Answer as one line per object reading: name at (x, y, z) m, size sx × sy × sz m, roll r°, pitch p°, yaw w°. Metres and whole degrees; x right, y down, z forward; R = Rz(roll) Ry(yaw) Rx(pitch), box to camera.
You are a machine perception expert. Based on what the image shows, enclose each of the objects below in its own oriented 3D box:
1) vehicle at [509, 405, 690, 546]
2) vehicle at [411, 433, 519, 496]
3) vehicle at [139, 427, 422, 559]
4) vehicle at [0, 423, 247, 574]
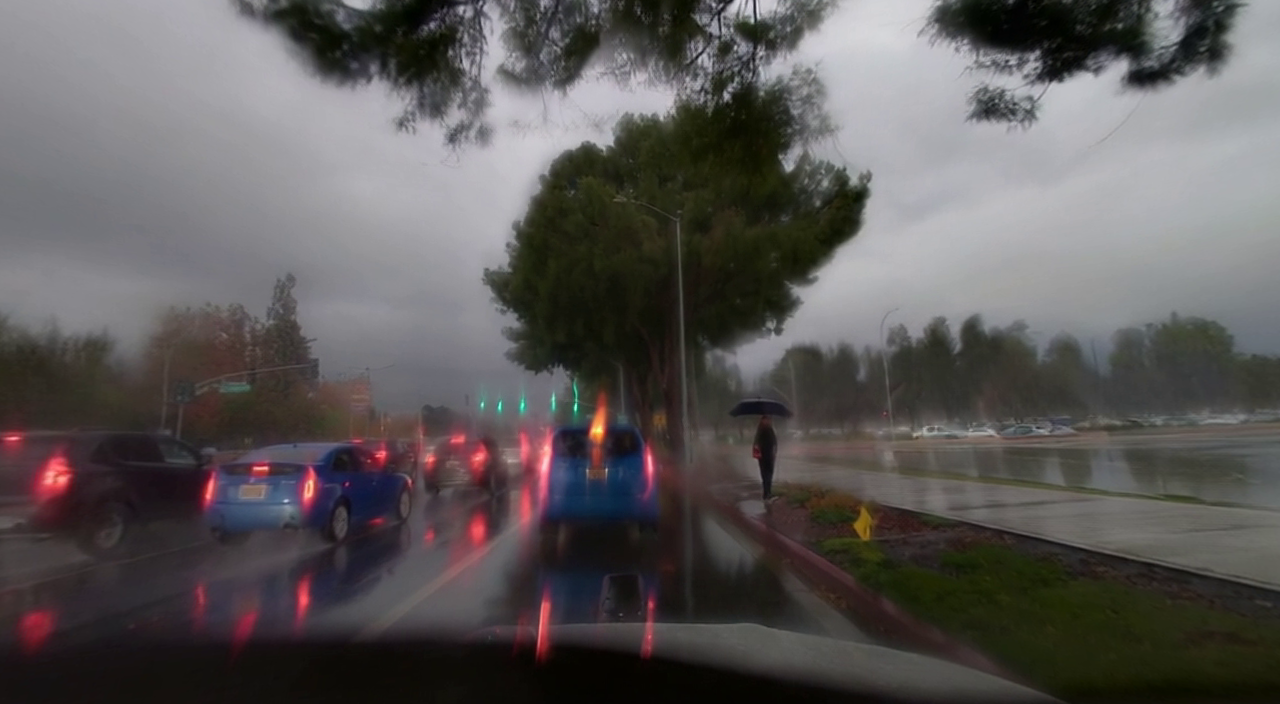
vehicle at (-0.594, 1.941, 10.510) m, size 2.368 × 1.829 × 4.293 m, roll 0°, pitch -9°, yaw -2°
vehicle at (-5.468, 3.570, 20.448) m, size 2.188 × 1.774 × 4.477 m, roll 0°, pitch -9°, yaw 0°
vehicle at (-5.417, 2.155, 10.440) m, size 2.010 × 1.674 × 4.484 m, roll 0°, pitch -9°, yaw 0°
vehicle at (-8.811, 2.148, 10.106) m, size 2.013 × 1.826 × 4.592 m, roll 0°, pitch -9°, yaw 1°
